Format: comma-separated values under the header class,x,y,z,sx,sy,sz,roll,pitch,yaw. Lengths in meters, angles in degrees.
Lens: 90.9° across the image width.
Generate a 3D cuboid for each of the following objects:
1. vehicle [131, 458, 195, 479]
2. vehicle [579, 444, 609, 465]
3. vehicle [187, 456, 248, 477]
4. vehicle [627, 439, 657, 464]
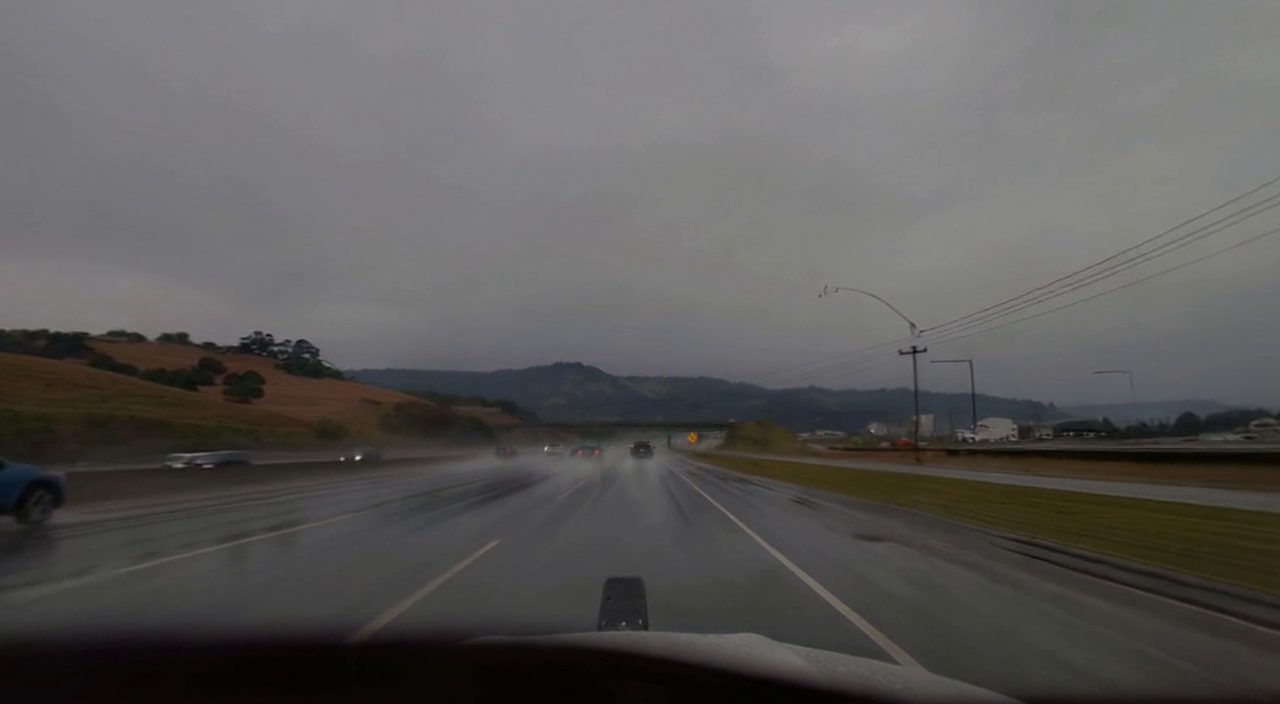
class,x,y,z,sx,sy,sz,roll,pitch,yaw
vehicle,-35.809,8.738,47.435,1.772,1.445,3.772,0,-9,1
vehicle,-3.480,7.828,48.444,1.967,1.517,4.808,0,-9,0
vehicle,-32.064,8.696,48.029,1.767,1.419,4.079,0,-9,0
vehicle,0.124,7.518,47.712,2.194,1.737,4.127,0,-9,-1
